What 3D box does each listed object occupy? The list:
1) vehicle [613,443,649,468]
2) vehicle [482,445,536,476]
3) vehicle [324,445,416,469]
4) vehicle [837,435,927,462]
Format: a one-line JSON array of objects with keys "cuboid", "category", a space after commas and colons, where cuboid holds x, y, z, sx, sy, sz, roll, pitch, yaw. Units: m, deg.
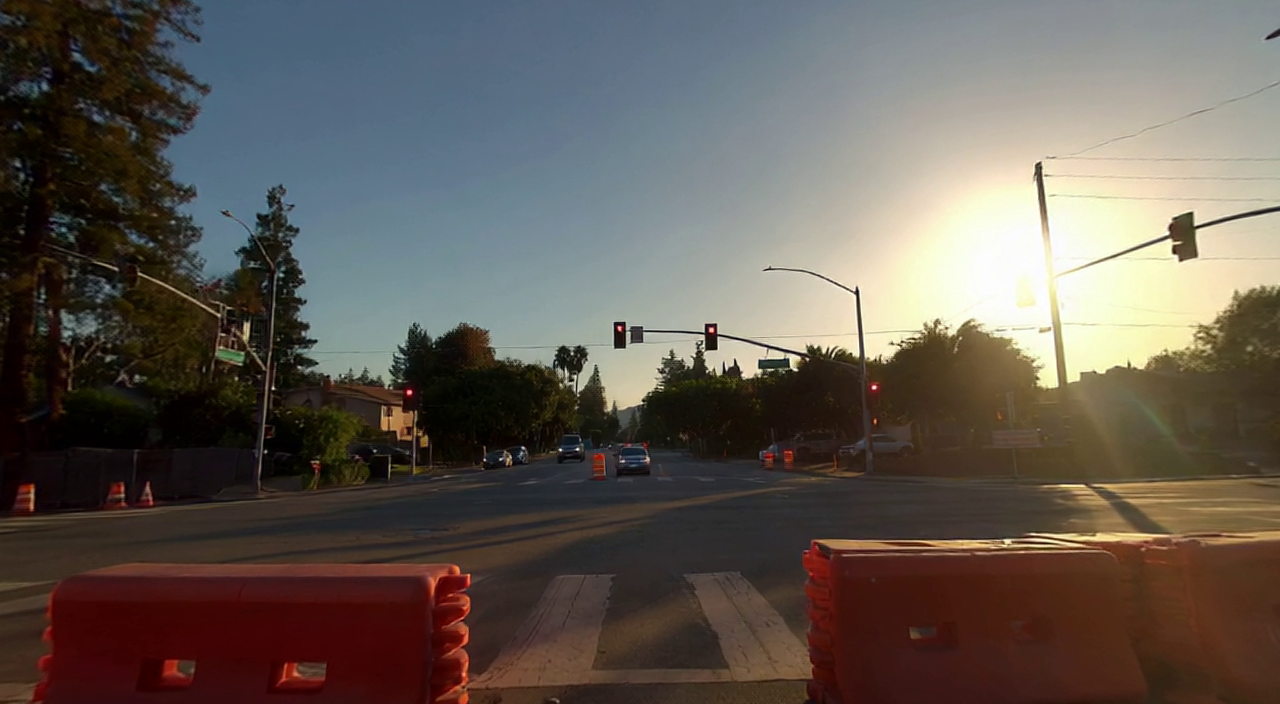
[{"cuboid": [-0.562, 6.508, 39.941, 2.105, 1.457, 4.173, 0, -8, -1], "category": "vehicle"}, {"cuboid": [-6.617, 5.530, 32.366, 1.881, 1.452, 4.121, 0, -8, 0], "category": "vehicle"}, {"cuboid": [-16.413, 6.380, 38.602, 4.713, 1.409, 1.918, 0, -8, -2], "category": "vehicle"}, {"cuboid": [15.374, 6.175, 40.316, 4.892, 1.656, 1.856, 0, -8, 0], "category": "vehicle"}]
